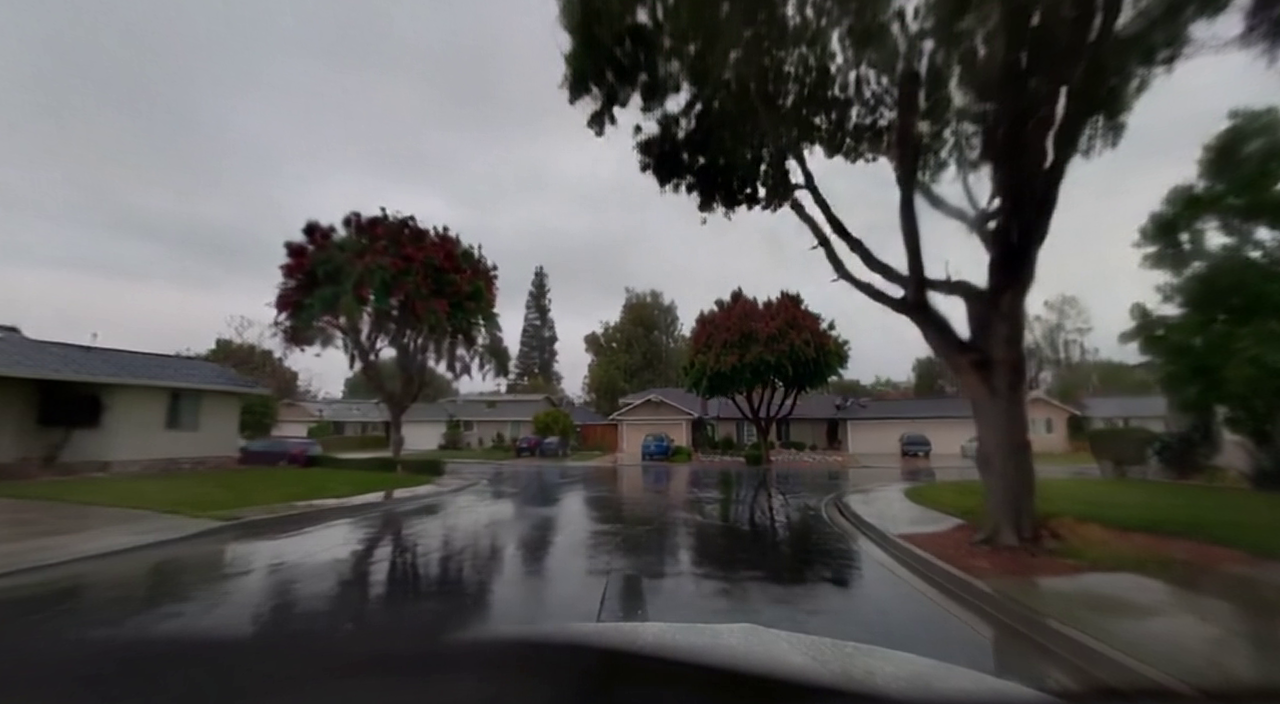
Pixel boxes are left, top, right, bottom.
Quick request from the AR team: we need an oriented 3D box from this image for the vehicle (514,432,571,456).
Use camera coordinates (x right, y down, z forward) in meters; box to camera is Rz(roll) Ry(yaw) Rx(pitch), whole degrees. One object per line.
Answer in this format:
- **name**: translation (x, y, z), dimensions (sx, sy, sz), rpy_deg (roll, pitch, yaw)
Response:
- **vehicle**: translation (-7.288, 6.957, 47.619), dimensions (1.942, 1.700, 4.478), rpy_deg (-4, -10, 27)

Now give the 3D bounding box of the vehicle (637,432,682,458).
- **vehicle**: translation (1.401, 6.415, 43.477), dimensions (1.942, 1.651, 4.655), rpy_deg (-3, -9, 17)

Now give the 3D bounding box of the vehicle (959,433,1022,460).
- **vehicle**: translation (21.723, 5.901, 39.304), dimensions (1.873, 1.556, 4.216), rpy_deg (-1, -9, 7)

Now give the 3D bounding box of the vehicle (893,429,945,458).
- **vehicle**: translation (18.011, 5.951, 40.954), dimensions (1.937, 1.731, 4.179), rpy_deg (-1, -9, 8)
